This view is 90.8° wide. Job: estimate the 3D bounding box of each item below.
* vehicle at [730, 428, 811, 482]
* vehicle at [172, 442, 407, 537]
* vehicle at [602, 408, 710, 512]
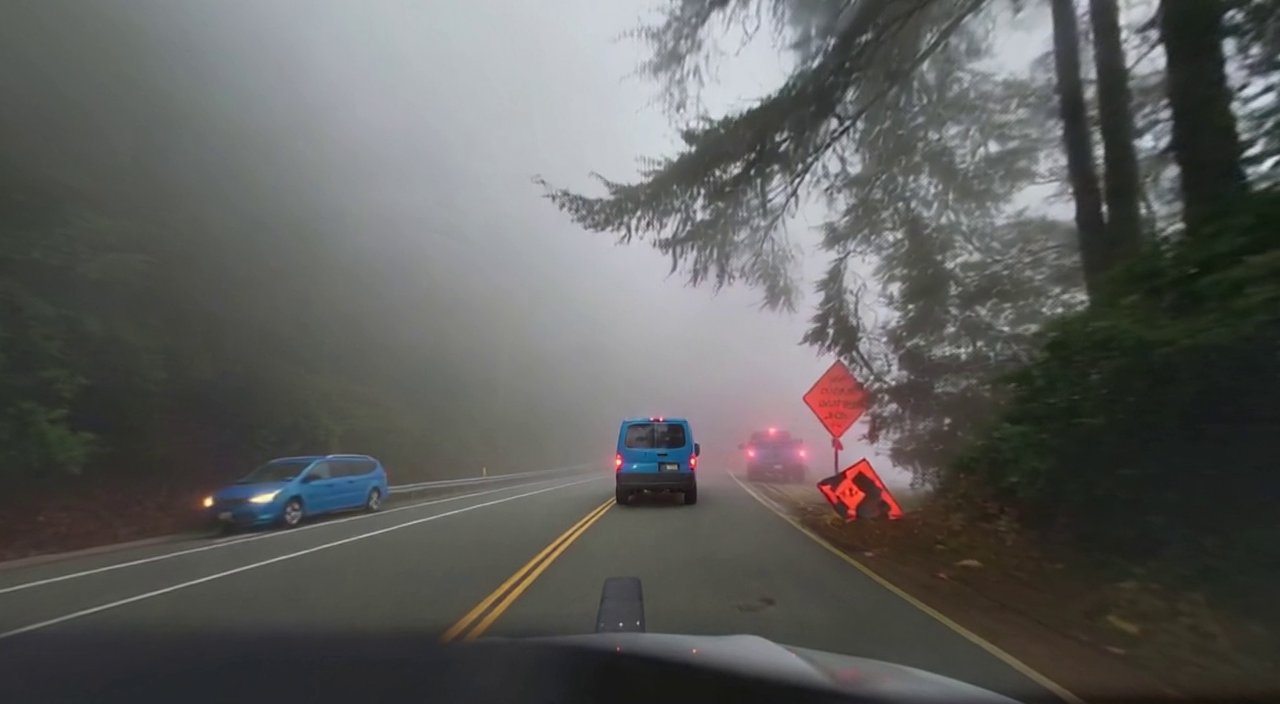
[{"bbox_3d":[5.484,4.492,27.836,2.833,2.033,7.668,-1,-9,7],"label":"vehicle"},{"bbox_3d":[-7.950,3.137,15.316,2.055,1.809,5.906,-1,-9,3],"label":"vehicle"},{"bbox_3d":[0.527,2.732,16.340,2.362,2.247,4.892,-1,-9,5],"label":"vehicle"}]
